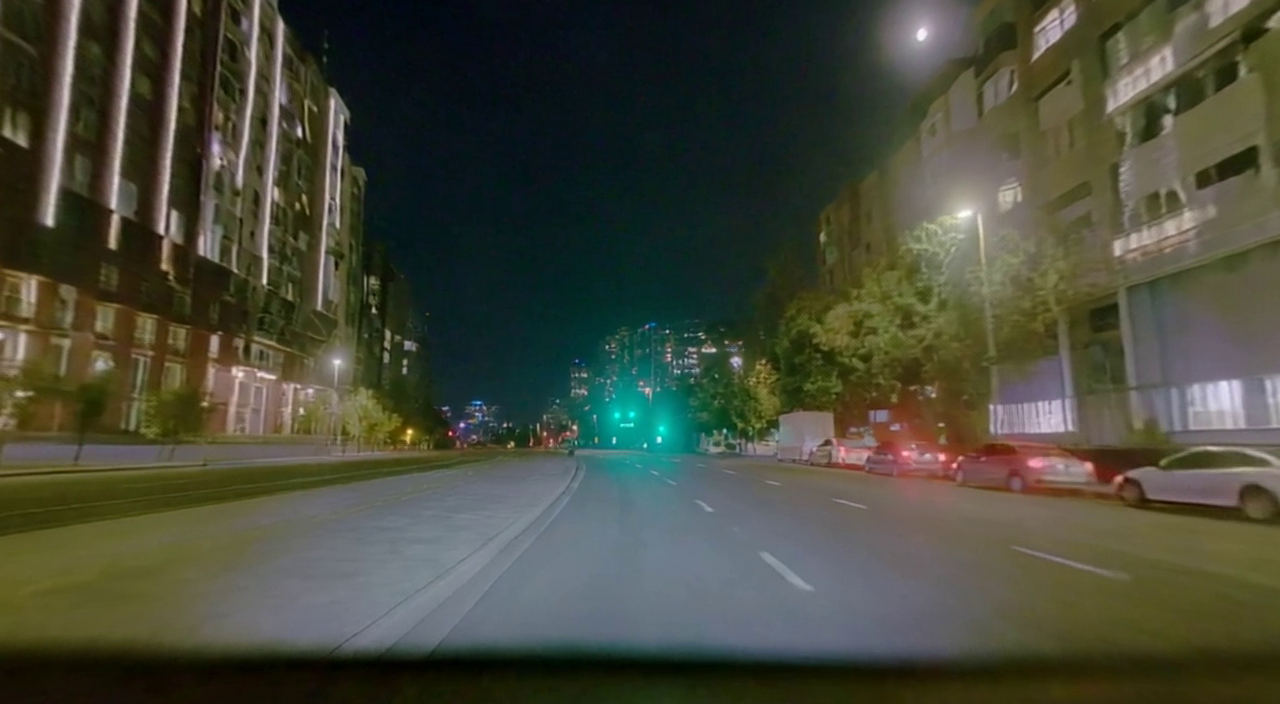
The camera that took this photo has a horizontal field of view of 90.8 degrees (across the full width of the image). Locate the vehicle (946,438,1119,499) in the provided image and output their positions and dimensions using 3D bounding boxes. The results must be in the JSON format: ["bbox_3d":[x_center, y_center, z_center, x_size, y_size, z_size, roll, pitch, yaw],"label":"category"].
[{"bbox_3d":[10.756,3.195,17.785,1.801,1.489,4.339,1,-9,-5],"label":"vehicle"}]

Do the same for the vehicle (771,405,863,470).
[{"bbox_3d":[9.620,4.812,35.139,2.853,3.253,6.441,1,-9,-4],"label":"vehicle"}]

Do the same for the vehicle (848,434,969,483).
[{"bbox_3d":[10.355,4.151,24.961,2.050,1.699,5.584,1,-9,-3],"label":"vehicle"}]

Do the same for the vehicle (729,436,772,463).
[{"bbox_3d":[8.495,7.557,48.919,1.916,1.889,4.675,5,-9,-7],"label":"vehicle"}]

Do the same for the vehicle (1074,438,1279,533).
[{"bbox_3d":[10.857,2.374,11.828,1.895,1.467,4.885,0,-9,-1],"label":"vehicle"}]
